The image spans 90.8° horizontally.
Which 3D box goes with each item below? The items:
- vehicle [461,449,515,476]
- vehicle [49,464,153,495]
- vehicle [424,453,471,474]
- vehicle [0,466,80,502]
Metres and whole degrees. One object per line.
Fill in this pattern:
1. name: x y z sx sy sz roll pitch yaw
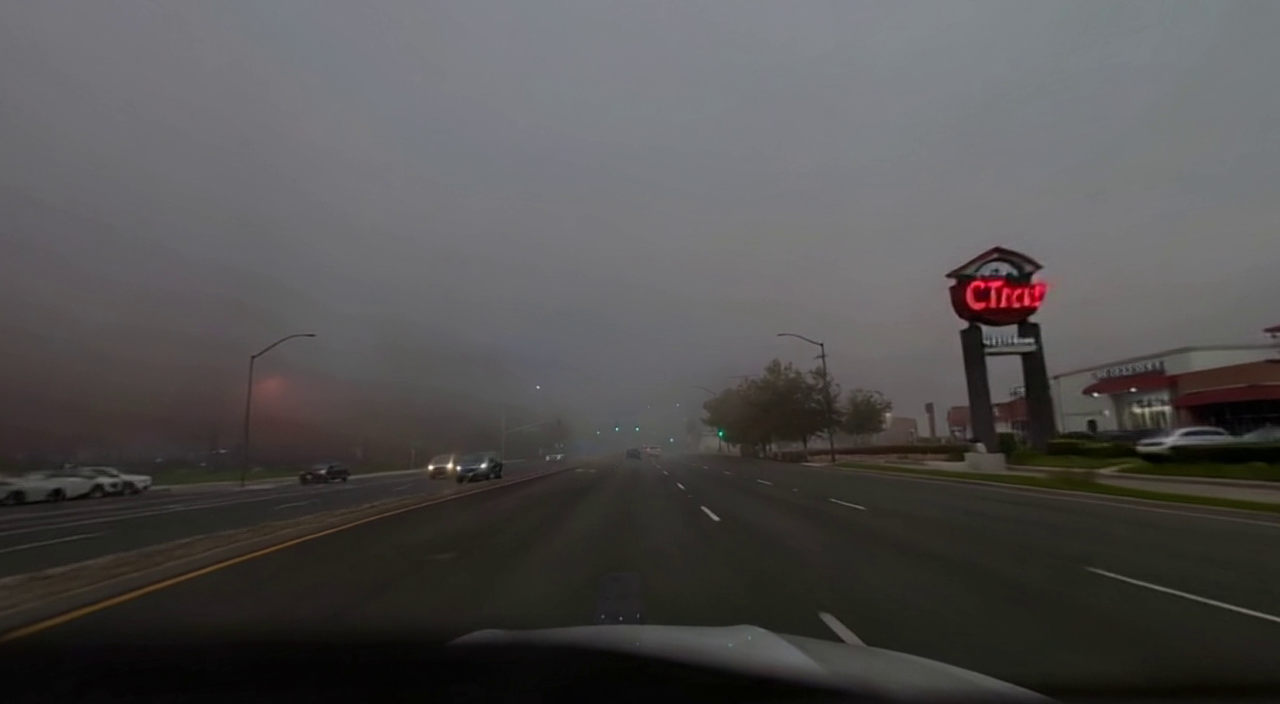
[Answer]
1. vehicle: -8.931 6.523 37.567 2.065 1.504 4.593 0 -9 0
2. vehicle: -28.704 6.793 33.787 3.753 1.432 1.665 2 -10 -19
3. vehicle: -14.955 8.681 49.410 1.929 1.497 4.697 -1 -9 3
4. vehicle: -28.232 5.819 27.871 4.740 1.480 1.923 3 -10 -21
